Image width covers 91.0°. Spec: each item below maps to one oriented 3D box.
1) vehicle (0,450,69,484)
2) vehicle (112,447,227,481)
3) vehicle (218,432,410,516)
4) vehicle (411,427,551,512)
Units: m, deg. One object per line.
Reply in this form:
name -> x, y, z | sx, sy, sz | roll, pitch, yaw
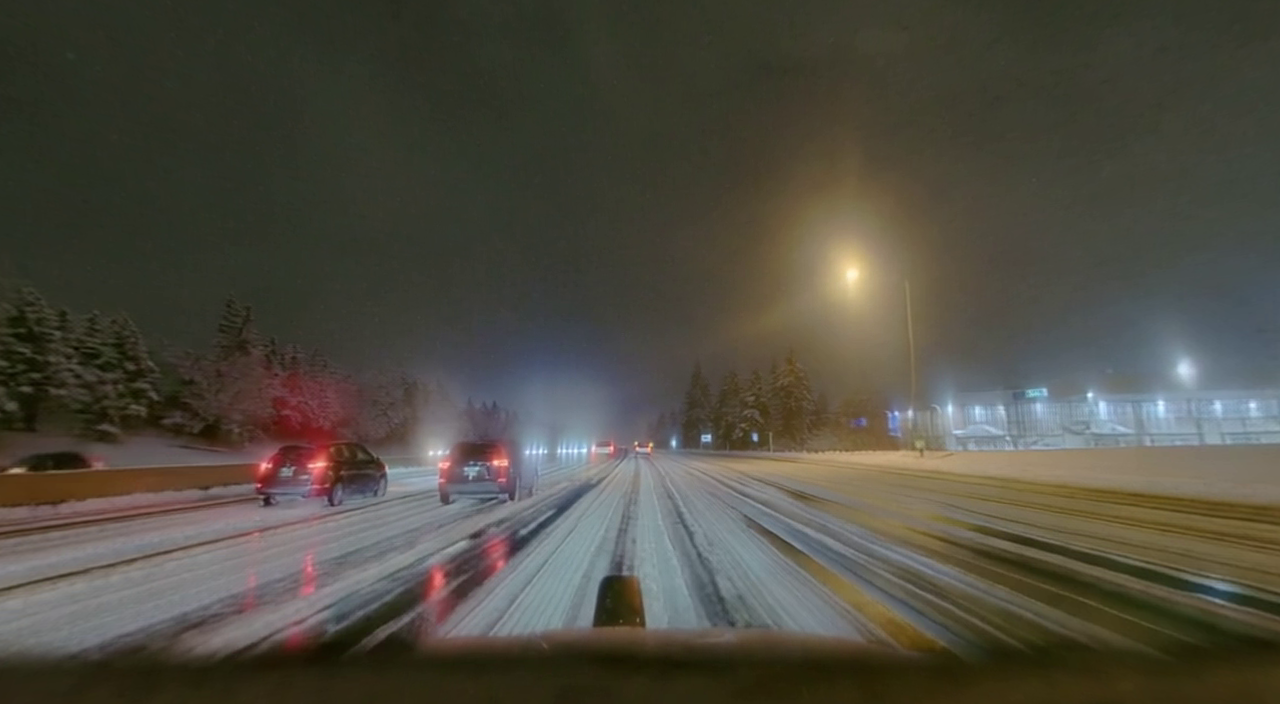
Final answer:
vehicle -> -30.068, 5.438, 29.802 | 1.863, 1.513, 4.404 | -1, -9, 1
vehicle -> -23.442, 5.558, 31.664 | 2.093, 1.523, 4.701 | -1, -9, 1
vehicle -> -7.404, 2.802, 14.994 | 2.071, 1.661, 4.540 | -1, -9, 1
vehicle -> -3.627, 2.768, 15.315 | 2.158, 1.717, 4.375 | -1, -9, 1
